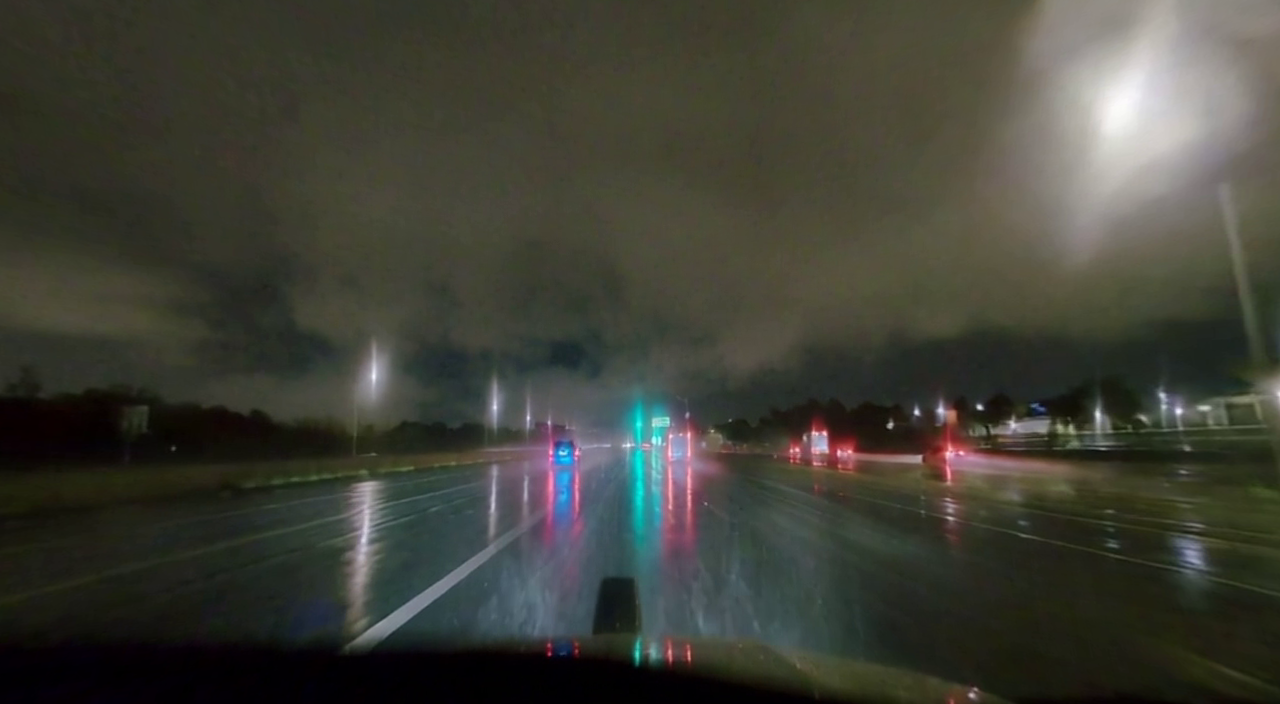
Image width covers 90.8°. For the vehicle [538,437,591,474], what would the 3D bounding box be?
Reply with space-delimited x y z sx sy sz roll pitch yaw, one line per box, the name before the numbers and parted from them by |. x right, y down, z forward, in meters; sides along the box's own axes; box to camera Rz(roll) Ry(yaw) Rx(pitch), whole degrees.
vehicle | -3.972 5.536 34.007 2.205 1.773 5.124 0 -9 0
